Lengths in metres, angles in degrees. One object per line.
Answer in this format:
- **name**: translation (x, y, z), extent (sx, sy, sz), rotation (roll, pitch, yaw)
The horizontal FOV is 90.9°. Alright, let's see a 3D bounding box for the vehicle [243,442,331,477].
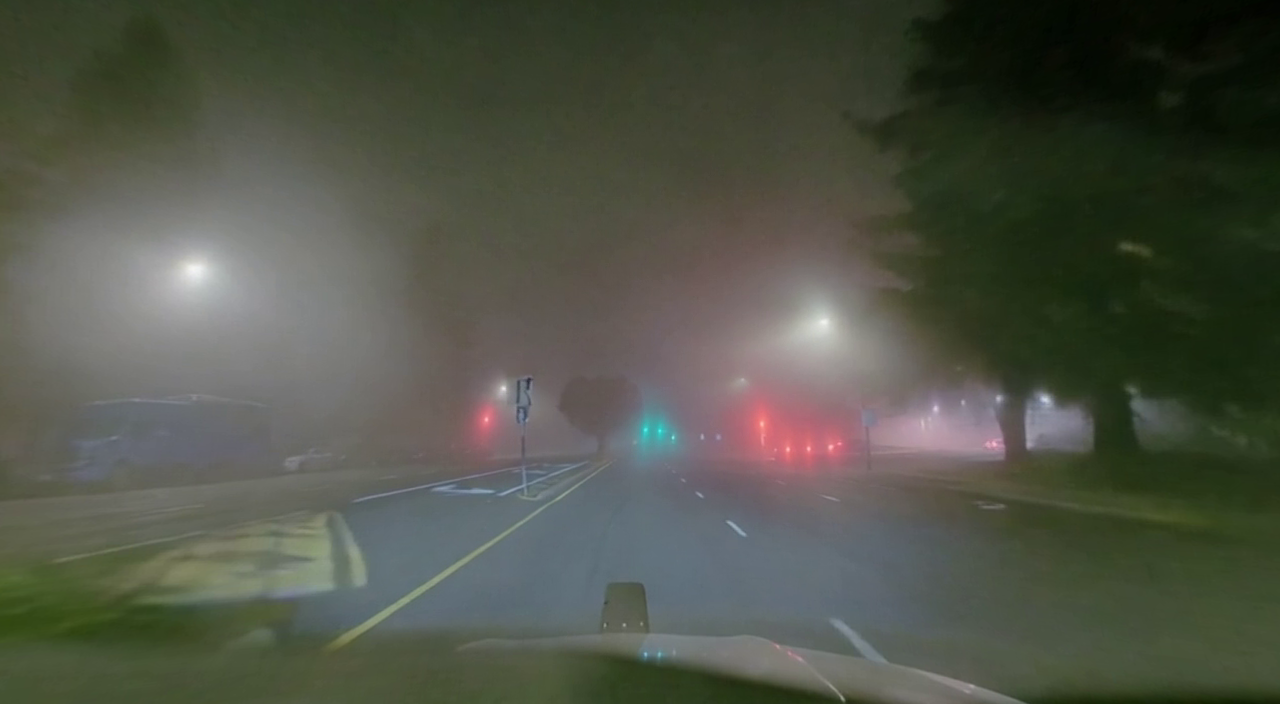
- **vehicle**: translation (-18.004, 5.484, 32.451), extent (1.892, 1.681, 4.596), rotation (0, -8, 0)

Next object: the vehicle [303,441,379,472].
- **vehicle**: translation (-17.849, 6.239, 37.907), extent (2.200, 1.730, 4.886), rotation (0, -8, -1)

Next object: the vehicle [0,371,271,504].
- **vehicle**: translation (-17.772, 3.197, 23.431), extent (3.028, 3.724, 9.001), rotation (-5, -8, -2)
